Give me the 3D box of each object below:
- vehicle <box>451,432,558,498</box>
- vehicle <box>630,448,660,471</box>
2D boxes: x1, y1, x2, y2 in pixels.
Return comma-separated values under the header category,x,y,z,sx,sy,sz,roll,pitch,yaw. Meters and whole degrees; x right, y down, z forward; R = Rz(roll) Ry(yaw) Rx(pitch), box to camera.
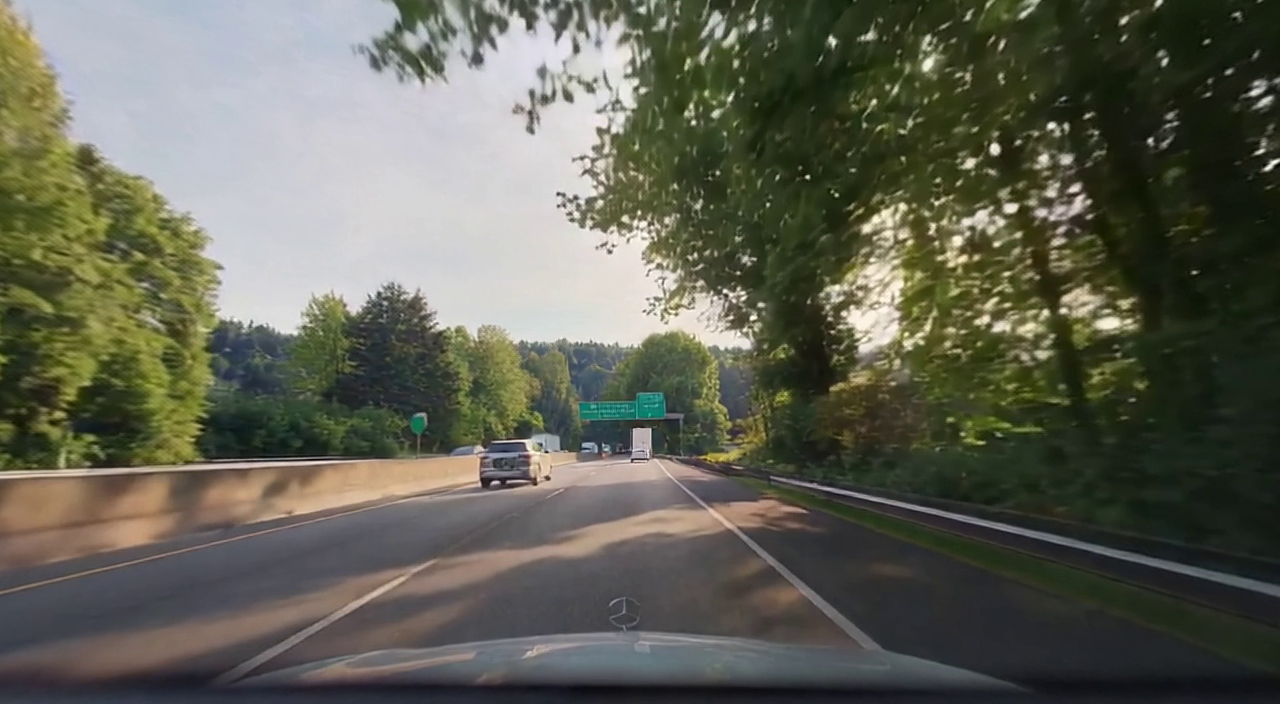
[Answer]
category,x,y,z,sx,sy,sz,roll,pitch,yaw
vehicle,-3.876,3.352,19.031,2.097,1.722,4.808,0,-9,1
vehicle,0.307,7.002,41.221,1.853,1.436,3.438,0,-9,-1
